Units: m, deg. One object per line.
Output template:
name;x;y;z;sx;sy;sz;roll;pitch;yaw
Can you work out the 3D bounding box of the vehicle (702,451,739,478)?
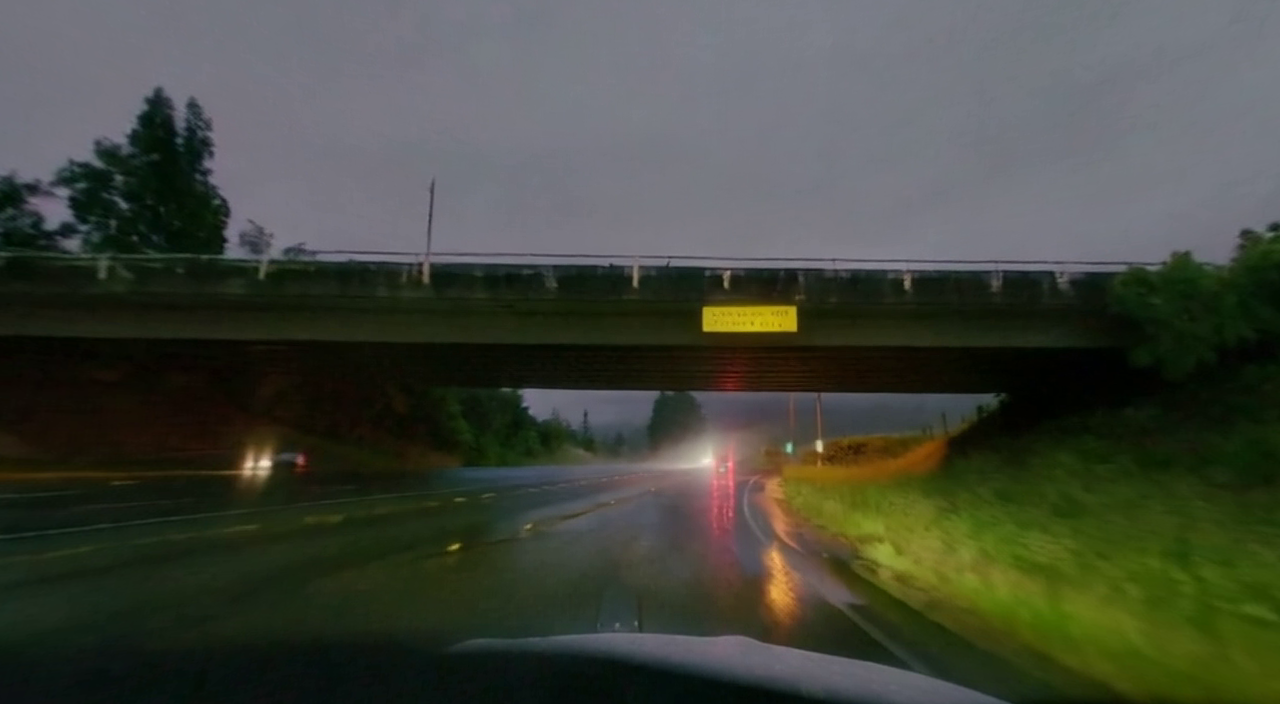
vehicle;4.707;6.486;36.433;1.980;1.449;3.650;-2;-9;9
